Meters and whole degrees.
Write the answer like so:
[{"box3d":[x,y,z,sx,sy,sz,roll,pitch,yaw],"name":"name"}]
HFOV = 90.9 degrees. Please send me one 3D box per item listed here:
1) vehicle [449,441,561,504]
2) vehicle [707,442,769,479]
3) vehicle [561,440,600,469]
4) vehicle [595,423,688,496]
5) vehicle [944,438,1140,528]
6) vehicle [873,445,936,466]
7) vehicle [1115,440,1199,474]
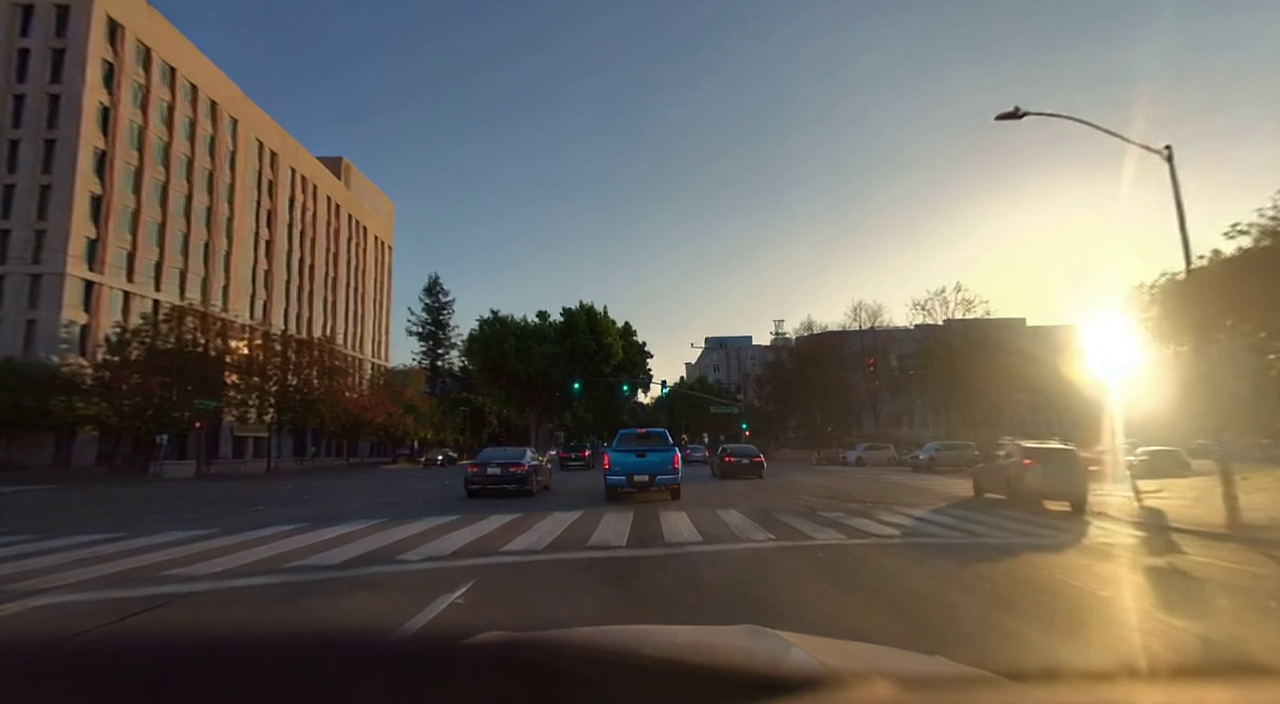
[{"box3d":[-3.474,3.168,17.142,1.986,1.465,4.509,0,-8,1],"name":"vehicle"},{"box3d":[4.245,4.774,28.053,1.968,1.472,4.456,0,-8,-1],"name":"vehicle"},{"box3d":[-3.647,6.415,39.550,2.018,1.700,4.142,0,-8,0],"name":"vehicle"},{"box3d":[0.038,3.265,19.447,2.493,1.934,4.957,0,-8,0],"name":"vehicle"},{"box3d":[9.386,3.027,15.301,2.126,1.820,4.521,-1,-8,6],"name":"vehicle"},{"box3d":[19.902,7.731,47.393,4.417,1.492,1.943,4,-9,-27],"name":"vehicle"},{"box3d":[31.709,6.402,38.610,5.227,1.935,2.289,5,-10,-32],"name":"vehicle"}]
